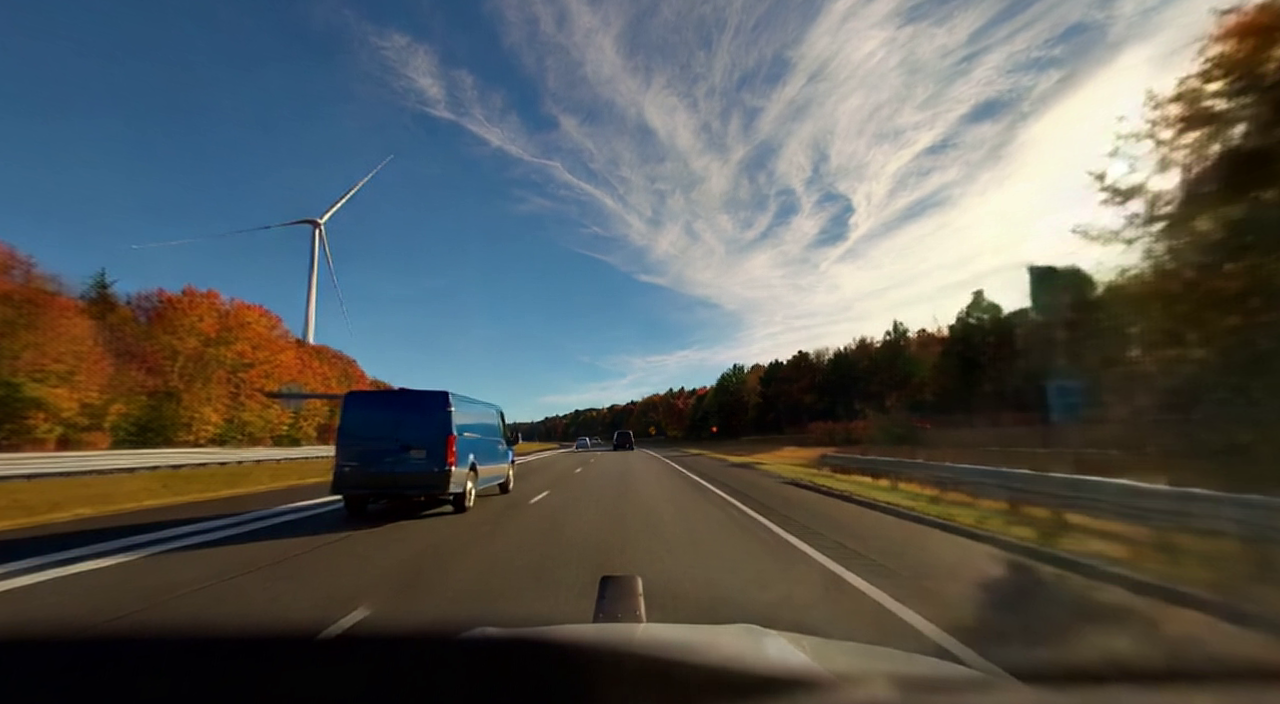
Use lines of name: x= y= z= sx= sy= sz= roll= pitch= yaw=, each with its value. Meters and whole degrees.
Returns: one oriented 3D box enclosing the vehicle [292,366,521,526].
vehicle: x=-3.899 y=1.709 z=11.790 sx=2.303 sy=2.323 sz=5.089 roll=0 pitch=-8 yaw=0
